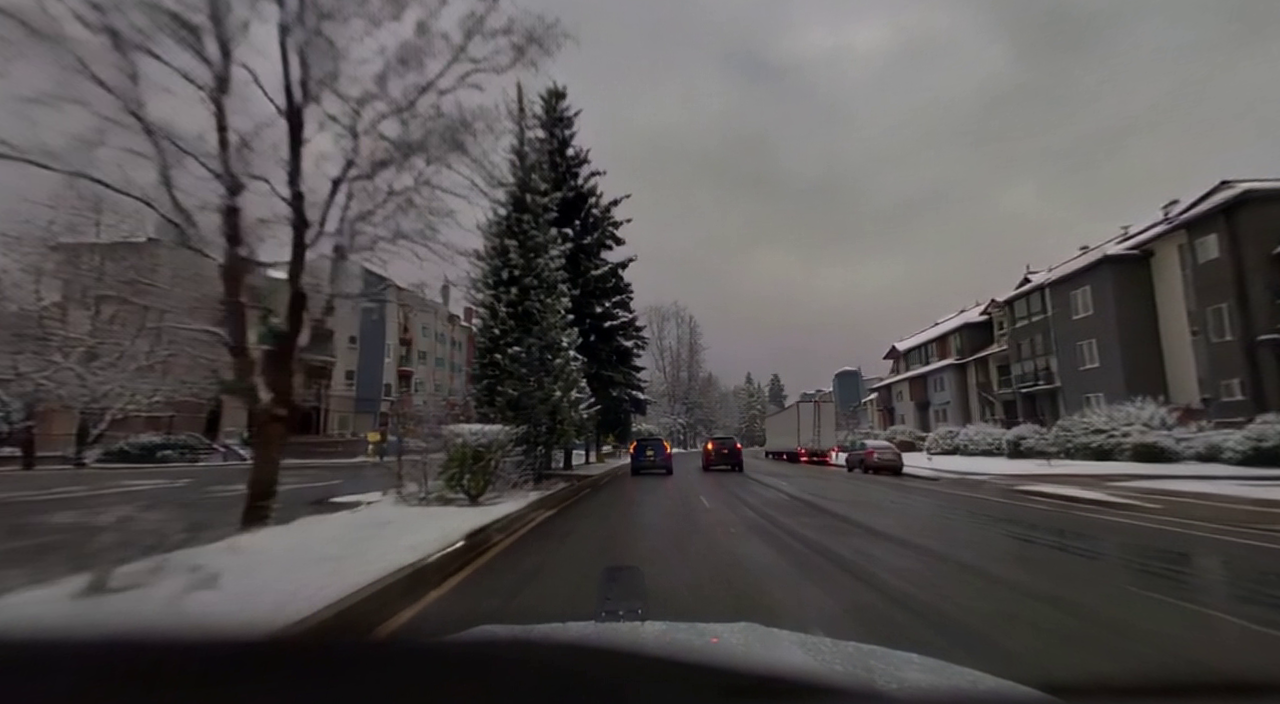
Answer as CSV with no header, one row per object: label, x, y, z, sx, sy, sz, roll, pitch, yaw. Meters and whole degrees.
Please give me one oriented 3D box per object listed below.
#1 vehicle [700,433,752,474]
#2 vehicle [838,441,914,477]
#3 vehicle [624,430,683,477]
vehicle,4.007,4.837,30.213,2.033,1.823,4.409,0,-9,2
vehicle,10.914,4.982,29.608,1.901,1.496,4.948,0,-9,3
vehicle,0.677,4.427,27.725,2.345,1.841,5.032,0,-9,3
